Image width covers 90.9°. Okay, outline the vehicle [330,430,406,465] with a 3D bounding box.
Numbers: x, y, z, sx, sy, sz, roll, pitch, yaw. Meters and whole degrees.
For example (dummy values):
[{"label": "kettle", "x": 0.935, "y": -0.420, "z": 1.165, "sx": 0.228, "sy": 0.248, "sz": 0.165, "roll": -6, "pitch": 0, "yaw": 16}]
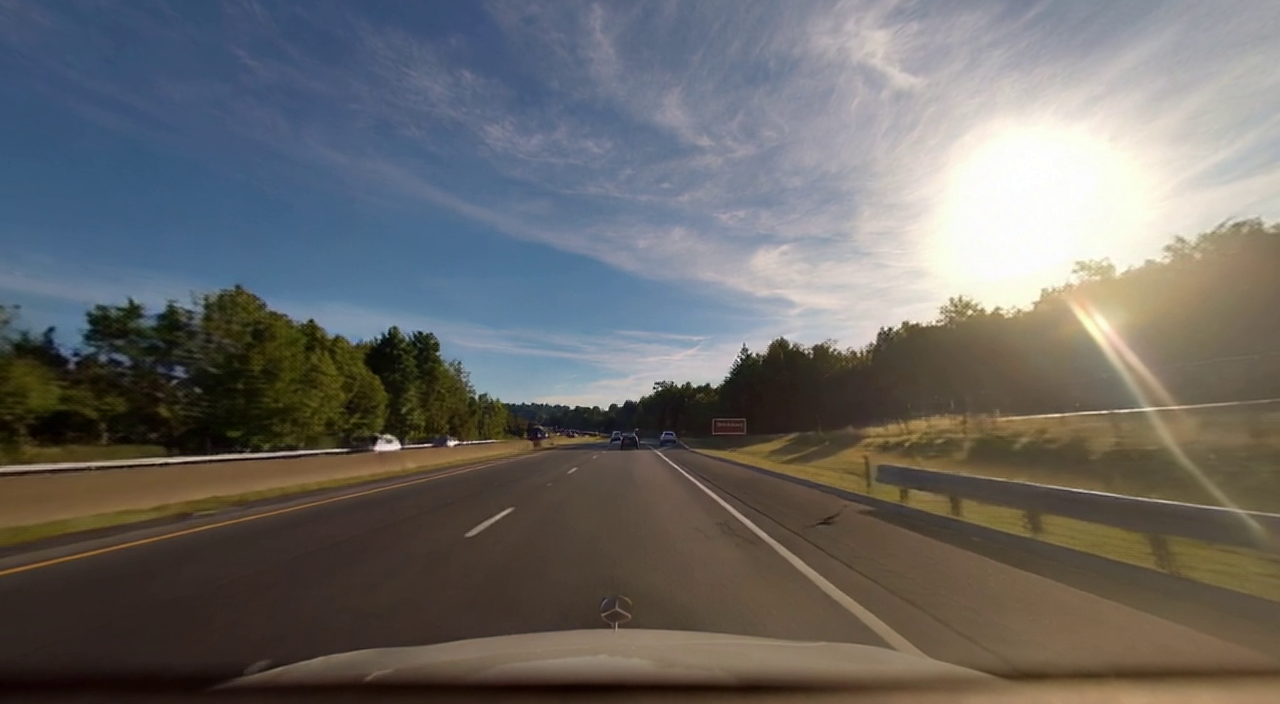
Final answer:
[{"label": "vehicle", "x": -13.387, "y": 4.700, "z": 31.264, "sx": 1.915, "sy": 1.590, "sz": 4.214, "roll": 0, "pitch": -8, "yaw": -1}]
